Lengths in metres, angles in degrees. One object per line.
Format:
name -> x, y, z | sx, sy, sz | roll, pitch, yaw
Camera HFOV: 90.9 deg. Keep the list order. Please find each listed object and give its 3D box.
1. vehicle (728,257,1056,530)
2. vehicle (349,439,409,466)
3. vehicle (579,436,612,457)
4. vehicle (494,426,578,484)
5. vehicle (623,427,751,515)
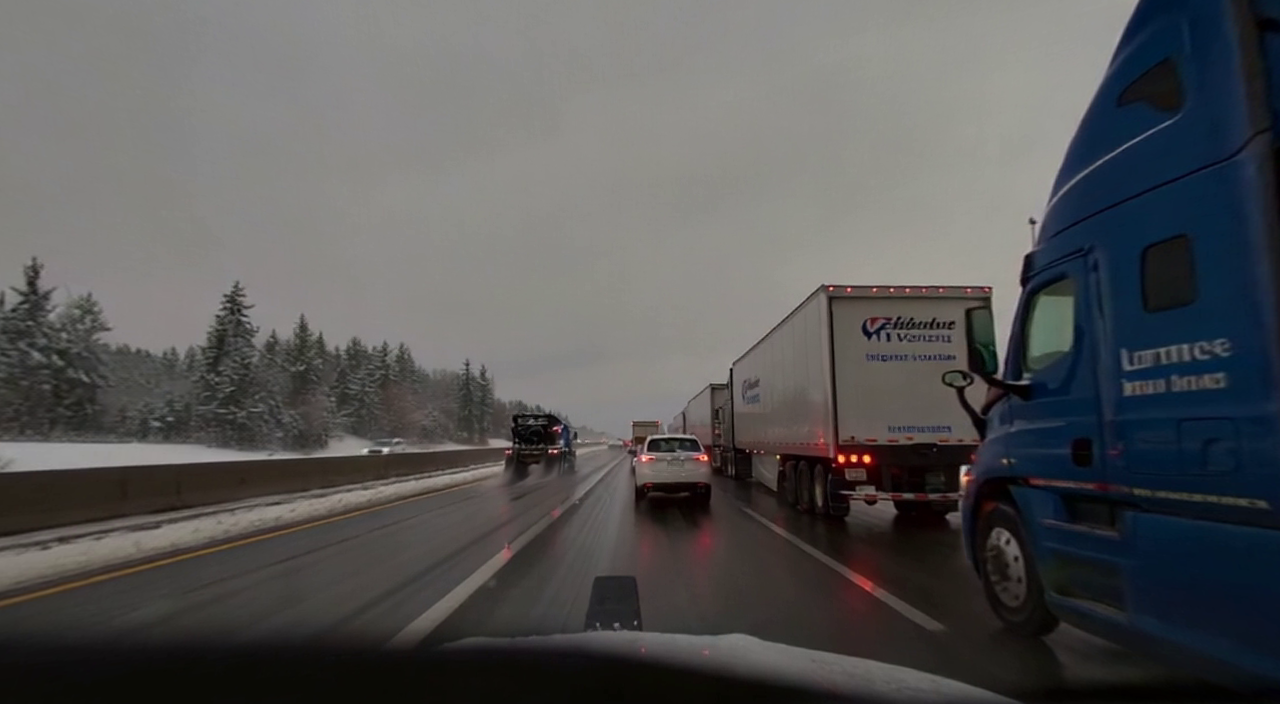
vehicle -> 4.701, 1.515, 16.585 | 2.883, 4.070, 14.423 | 0, -8, 1
vehicle -> -14.951, 5.747, 36.315 | 1.836, 1.429, 3.652 | 0, -8, 1
vehicle -> -3.454, 7.459, 49.831 | 2.181, 1.538, 4.169 | 0, -8, 1
vehicle -> -3.369, 3.425, 21.344 | 2.006, 1.729, 4.447 | 0, -8, 1
vehicle -> 0.810, 2.337, 13.037 | 2.200, 1.495, 4.282 | 0, -8, 0
